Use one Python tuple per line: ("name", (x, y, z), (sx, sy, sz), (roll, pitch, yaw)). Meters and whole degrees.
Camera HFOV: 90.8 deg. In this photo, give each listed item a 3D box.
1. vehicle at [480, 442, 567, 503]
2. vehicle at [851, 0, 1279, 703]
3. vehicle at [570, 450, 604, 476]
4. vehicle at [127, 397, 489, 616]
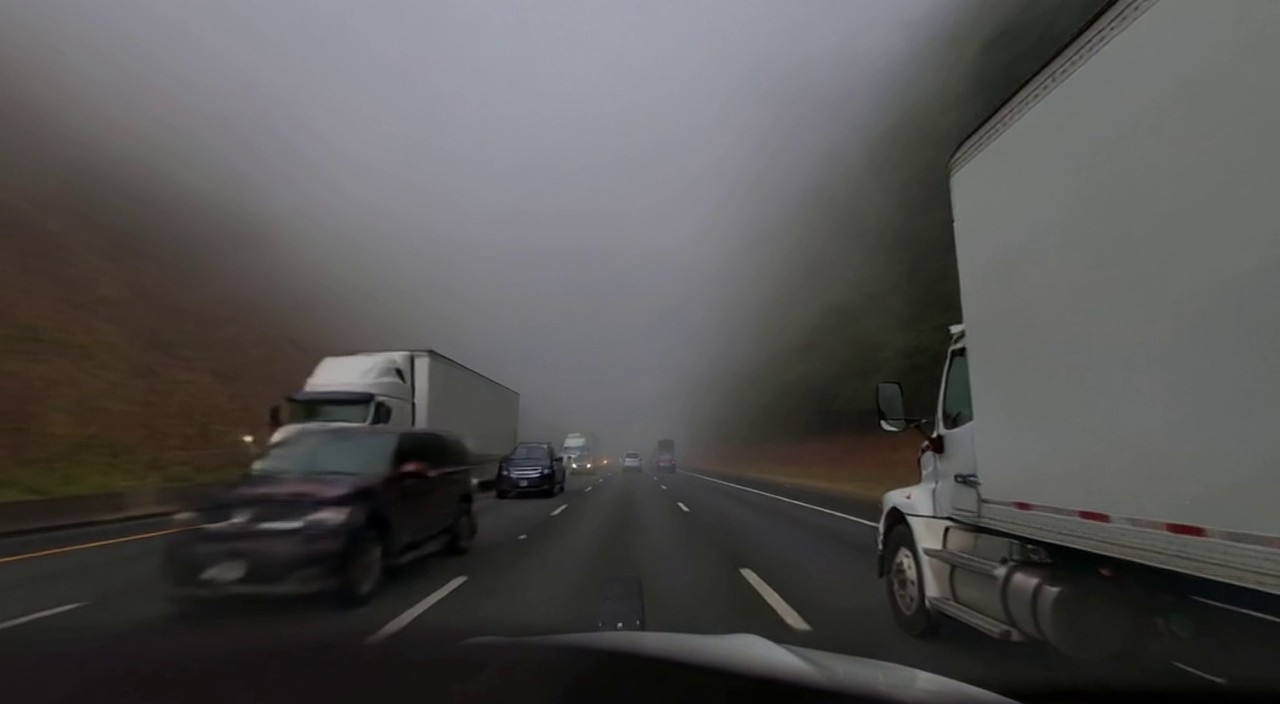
("vehicle", (-3.788, 4.011, 21.426), (2.088, 1.800, 4.543), (0, -9, 0))
("vehicle", (3.084, -0.168, 1.412), (2.959, 3.973, 5.928), (0, -9, -1))
("vehicle", (-3.940, 8.350, 47.721), (2.127, 1.806, 4.243), (0, -9, 0))
("vehicle", (-3.357, 1.655, 7.589), (2.088, 1.860, 4.164), (0, -9, -1))
